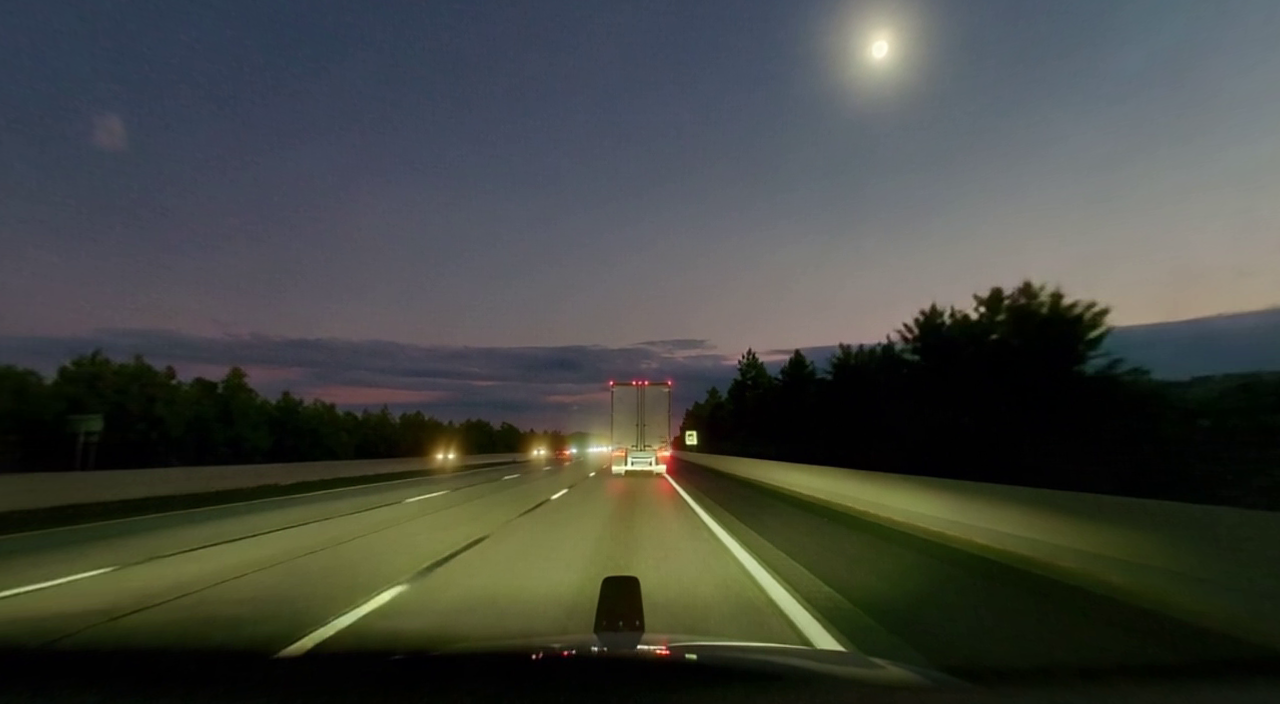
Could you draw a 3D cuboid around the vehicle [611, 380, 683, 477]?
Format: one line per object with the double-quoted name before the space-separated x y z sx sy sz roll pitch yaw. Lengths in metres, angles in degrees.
"vehicle" 0.171 4.107 32.769 3.052 4.132 11.336 0 -9 -1
